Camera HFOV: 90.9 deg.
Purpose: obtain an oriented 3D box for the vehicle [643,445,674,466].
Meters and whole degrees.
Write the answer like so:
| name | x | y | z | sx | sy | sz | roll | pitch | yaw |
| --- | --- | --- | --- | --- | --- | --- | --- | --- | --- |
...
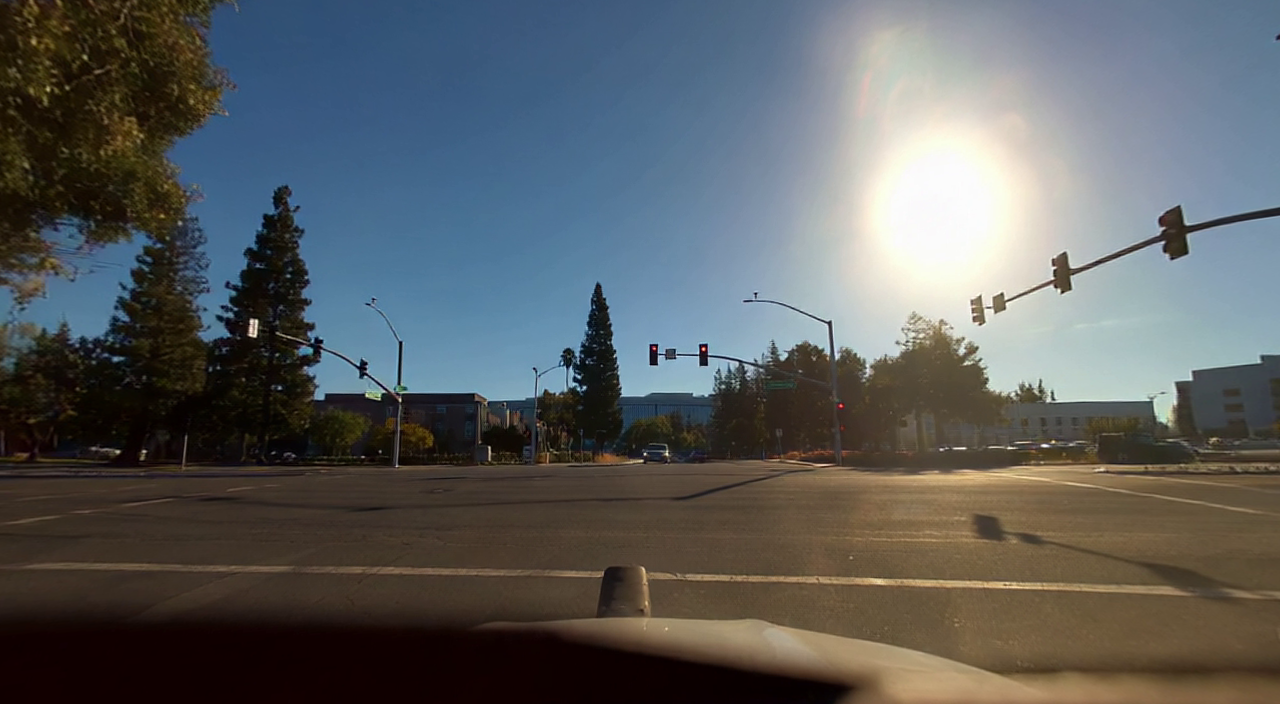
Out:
| name | x | y | z | sx | sy | sz | roll | pitch | yaw |
| --- | --- | --- | --- | --- | --- | --- | --- | --- | --- |
| vehicle | 1.307 | 7.614 | 46.455 | 2.132 | 1.449 | 4.235 | 0 | -9 | 0 |
